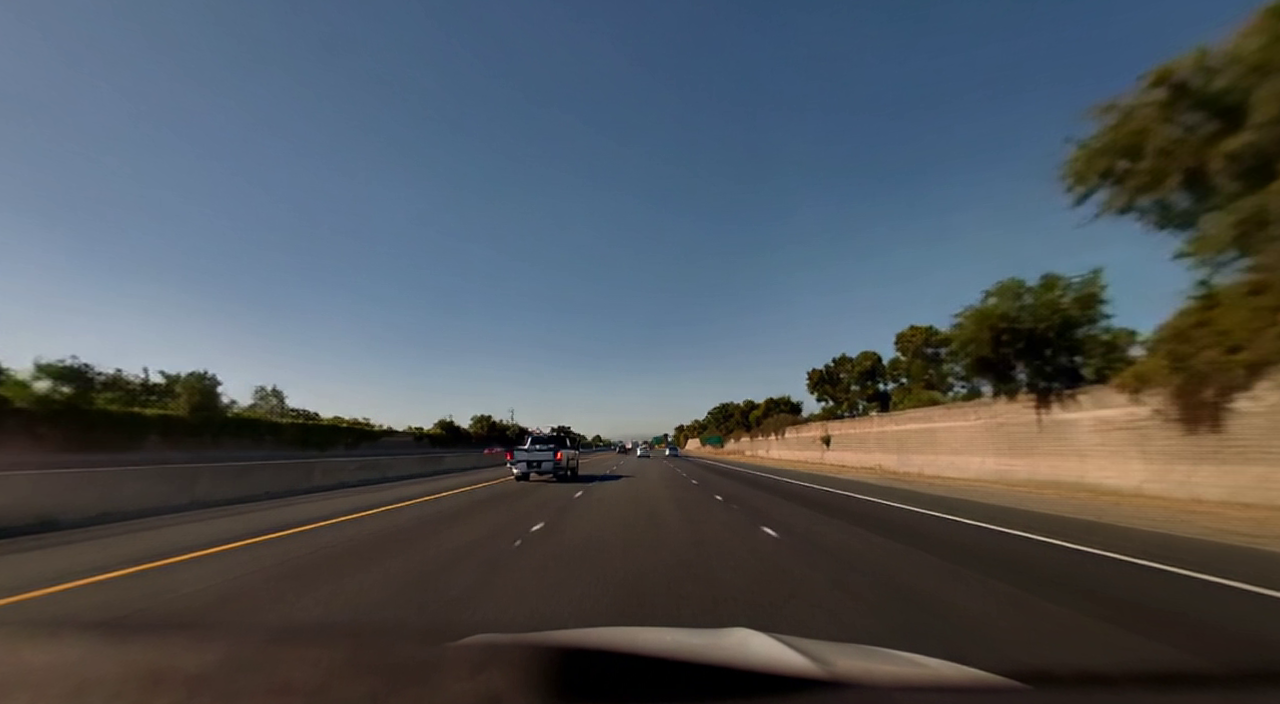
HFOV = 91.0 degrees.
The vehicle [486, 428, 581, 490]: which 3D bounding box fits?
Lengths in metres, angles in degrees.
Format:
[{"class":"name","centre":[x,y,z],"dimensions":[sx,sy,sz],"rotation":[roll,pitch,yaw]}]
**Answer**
[{"class":"vehicle","centre":[-3.598,3.783,22.617],"dimensions":[2.379,1.918,5.504],"rotation":[0,-9,1]}]
